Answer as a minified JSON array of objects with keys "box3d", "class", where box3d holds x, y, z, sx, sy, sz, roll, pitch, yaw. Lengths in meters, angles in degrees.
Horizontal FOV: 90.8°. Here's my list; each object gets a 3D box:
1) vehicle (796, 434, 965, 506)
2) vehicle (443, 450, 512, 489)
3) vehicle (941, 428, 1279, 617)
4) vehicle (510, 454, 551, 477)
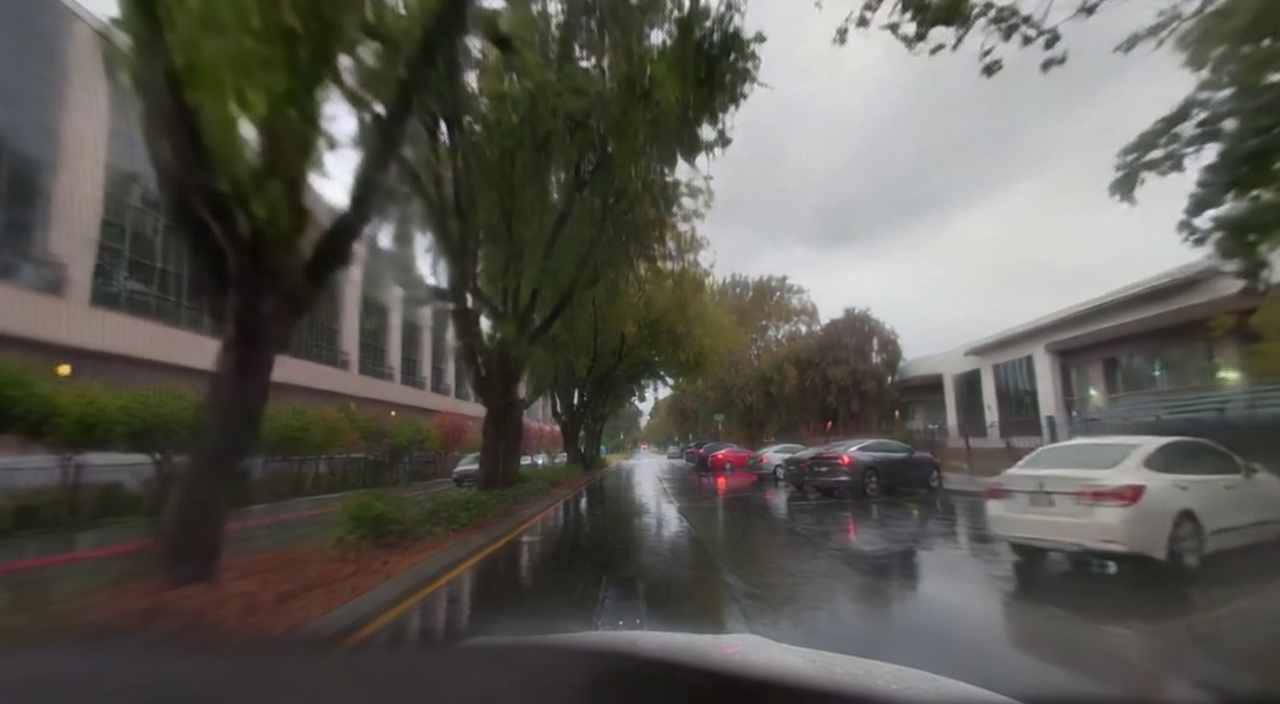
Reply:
[{"box3d":[6.396,3.049,16.801,3.954,1.666,2.213,5,-10,-33],"class":"vehicle"},{"box3d":[-7.823,5.676,30.851,2.172,1.707,4.273,0,-8,1],"class":"vehicle"},{"box3d":[5.508,1.633,6.941,3.752,1.494,2.083,4,-10,-29],"class":"vehicle"},{"box3d":[-7.807,8.116,45.329,1.911,1.497,4.738,-1,-8,2],"class":"vehicle"}]
